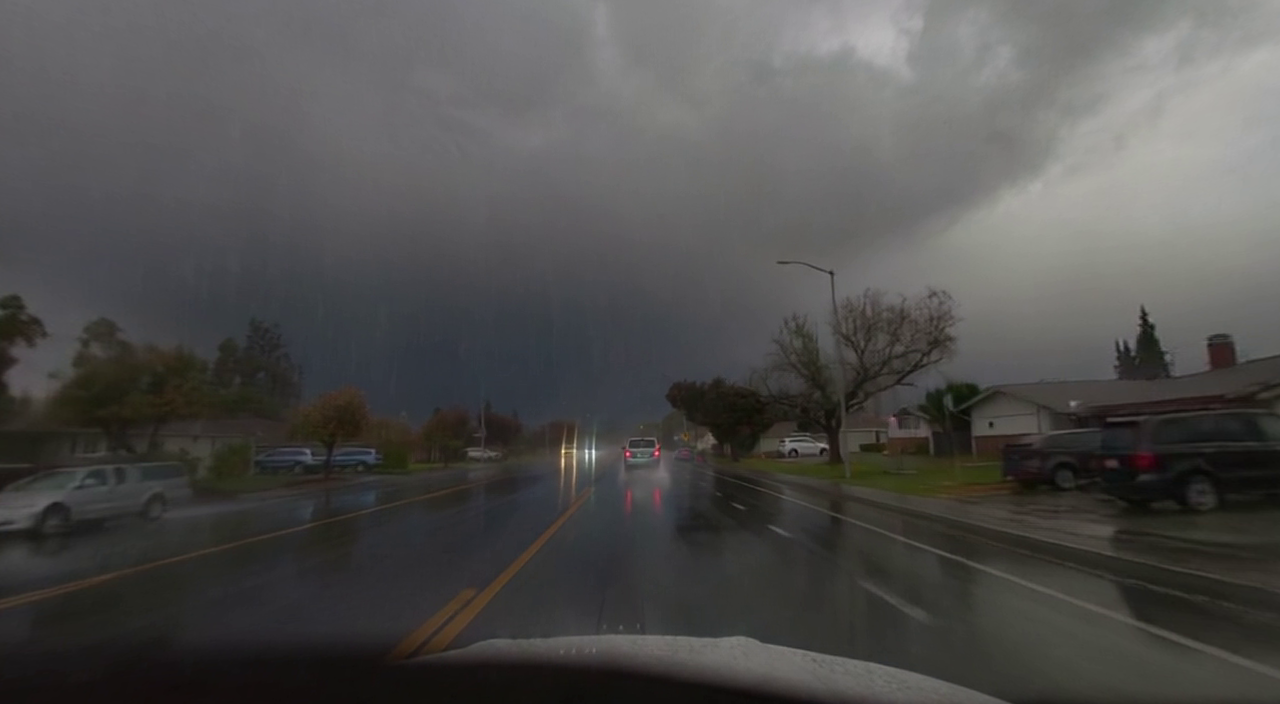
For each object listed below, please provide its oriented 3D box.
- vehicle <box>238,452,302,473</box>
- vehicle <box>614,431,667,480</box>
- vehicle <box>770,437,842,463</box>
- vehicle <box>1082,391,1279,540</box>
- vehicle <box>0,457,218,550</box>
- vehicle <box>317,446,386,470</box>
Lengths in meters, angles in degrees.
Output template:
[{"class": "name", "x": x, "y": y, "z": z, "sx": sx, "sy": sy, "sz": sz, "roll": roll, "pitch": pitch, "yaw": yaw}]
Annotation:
[{"class": "vehicle", "x": -26.526, "y": 7.894, "z": 45.357, "sx": 3.522, "sy": 1.372, "sz": 1.652, "roll": 0, "pitch": -9, "yaw": -5}, {"class": "vehicle", "x": -0.016, "y": 4.560, "z": 28.004, "sx": 2.153, "sy": 1.942, "sz": 4.767, "roll": 0, "pitch": -9, "yaw": -1}, {"class": "vehicle", "x": 12.721, "y": 7.517, "z": 48.652, "sx": 4.870, "sy": 1.926, "sz": 2.094, "roll": 0, "pitch": -8, "yaw": -1}, {"class": "vehicle", "x": 11.121, "y": 1.692, "z": 10.281, "sx": 6.052, "sy": 2.078, "sz": 2.174, "roll": -3, "pitch": -8, "yaw": 1}, {"class": "vehicle", "x": -12.388, "y": 3.164, "z": 14.040, "sx": 2.192, "sy": 1.541, "sz": 5.391, "roll": 0, "pitch": -9, "yaw": 2}, {"class": "vehicle", "x": -20.936, "y": 7.700, "z": 45.926, "sx": 4.020, "sy": 1.635, "sz": 1.875, "roll": 0, "pitch": -8, "yaw": 2}]
